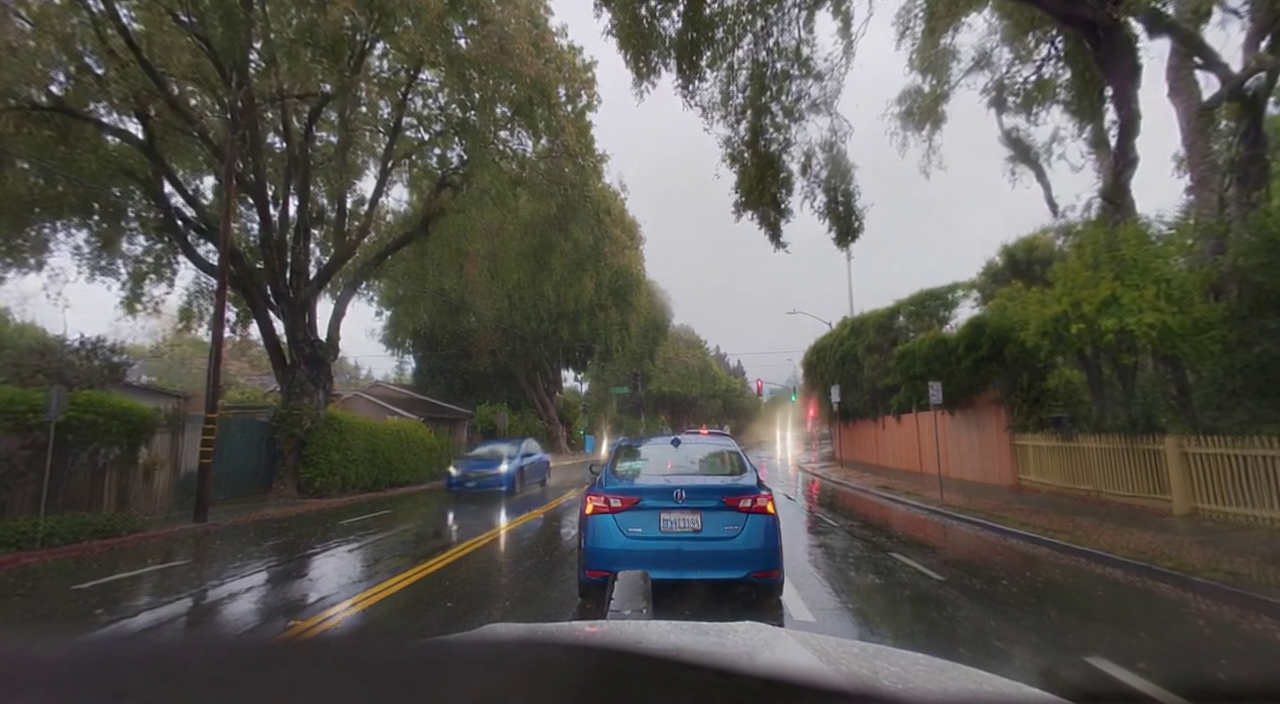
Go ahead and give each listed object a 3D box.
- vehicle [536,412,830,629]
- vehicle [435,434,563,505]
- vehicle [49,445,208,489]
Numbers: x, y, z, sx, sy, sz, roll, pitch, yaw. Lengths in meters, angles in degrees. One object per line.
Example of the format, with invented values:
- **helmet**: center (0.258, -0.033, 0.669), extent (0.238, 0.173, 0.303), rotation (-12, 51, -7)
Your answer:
- **vehicle**: center (0.338, 1.480, 6.489), extent (2.070, 1.516, 3.936), rotation (0, -8, 1)
- **vehicle**: center (-3.611, 3.132, 17.035), extent (2.160, 1.507, 4.470), rotation (-5, -10, 4)
- **vehicle**: center (-18.108, 4.069, 22.414), extent (4.069, 1.445, 2.063), rotation (-2, -9, 8)
